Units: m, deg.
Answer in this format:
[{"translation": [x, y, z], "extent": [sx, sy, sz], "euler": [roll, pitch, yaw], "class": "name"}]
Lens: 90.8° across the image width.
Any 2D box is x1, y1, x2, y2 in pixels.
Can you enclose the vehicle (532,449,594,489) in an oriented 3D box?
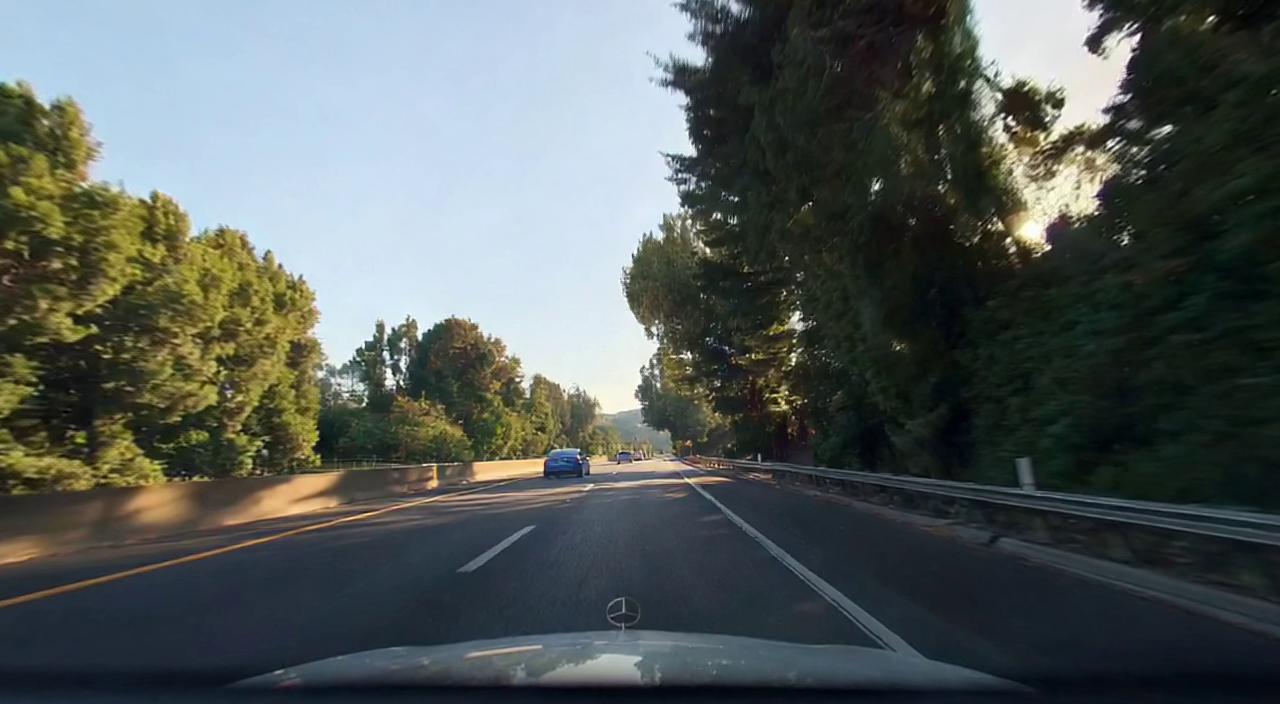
[{"translation": [-3.013, 4.685, 25.541], "extent": [1.917, 1.450, 3.997], "euler": [0, -9, 1], "class": "vehicle"}]
